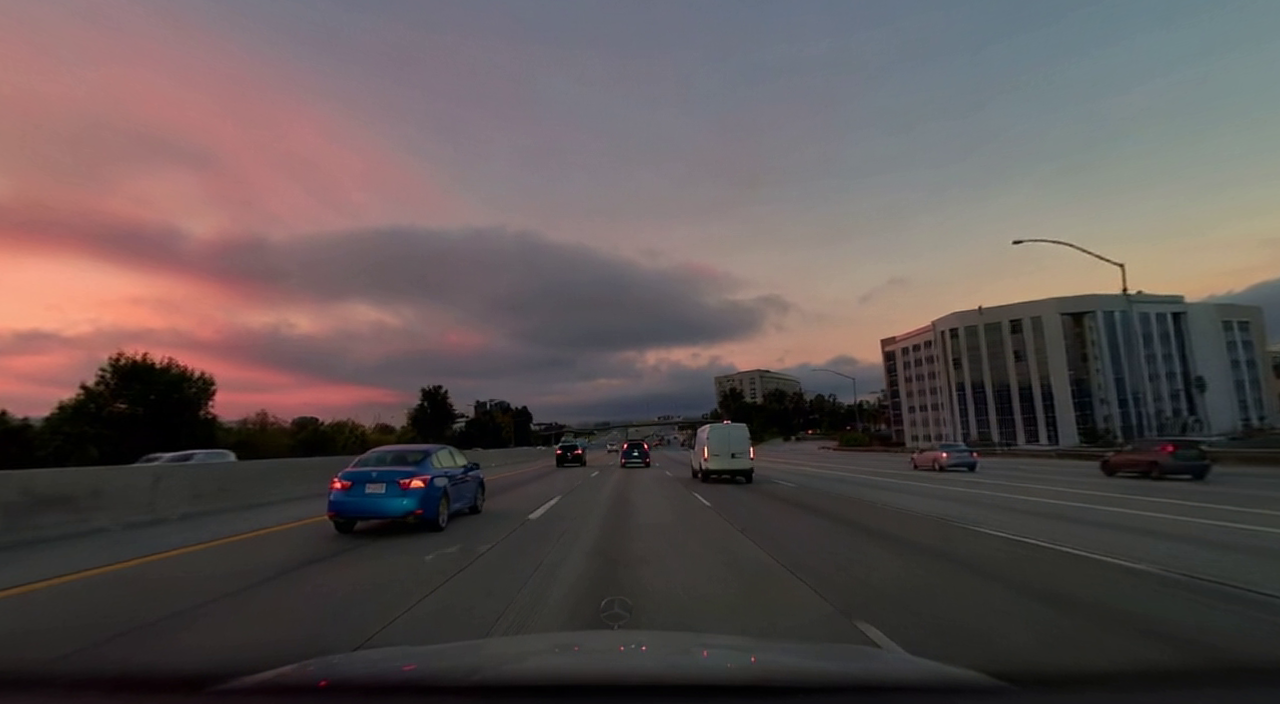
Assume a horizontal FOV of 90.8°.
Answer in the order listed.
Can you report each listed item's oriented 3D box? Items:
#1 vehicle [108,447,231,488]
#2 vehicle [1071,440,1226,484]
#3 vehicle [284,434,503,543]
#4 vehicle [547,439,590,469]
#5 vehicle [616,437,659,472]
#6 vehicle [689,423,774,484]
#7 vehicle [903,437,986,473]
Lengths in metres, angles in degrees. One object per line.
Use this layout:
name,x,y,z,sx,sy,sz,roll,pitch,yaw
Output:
vehicle,-20.897,5.126,28.345,1.990,1.679,4.512,0,-9,0
vehicle,18.868,4.098,23.825,2.020,1.483,4.779,0,-9,2
vehicle,-3.853,2.205,10.872,1.991,1.469,4.381,0,-9,0
vehicle,-4.438,6.408,39.883,2.109,1.793,4.613,0,-9,0
vehicle,-0.145,5.602,34.679,2.212,1.786,4.198,0,-9,-1
vehicle,3.381,3.926,24.669,2.250,2.074,5.723,0,-9,-2
vehicle,15.749,5.357,33.010,2.010,1.721,4.871,0,-9,2
